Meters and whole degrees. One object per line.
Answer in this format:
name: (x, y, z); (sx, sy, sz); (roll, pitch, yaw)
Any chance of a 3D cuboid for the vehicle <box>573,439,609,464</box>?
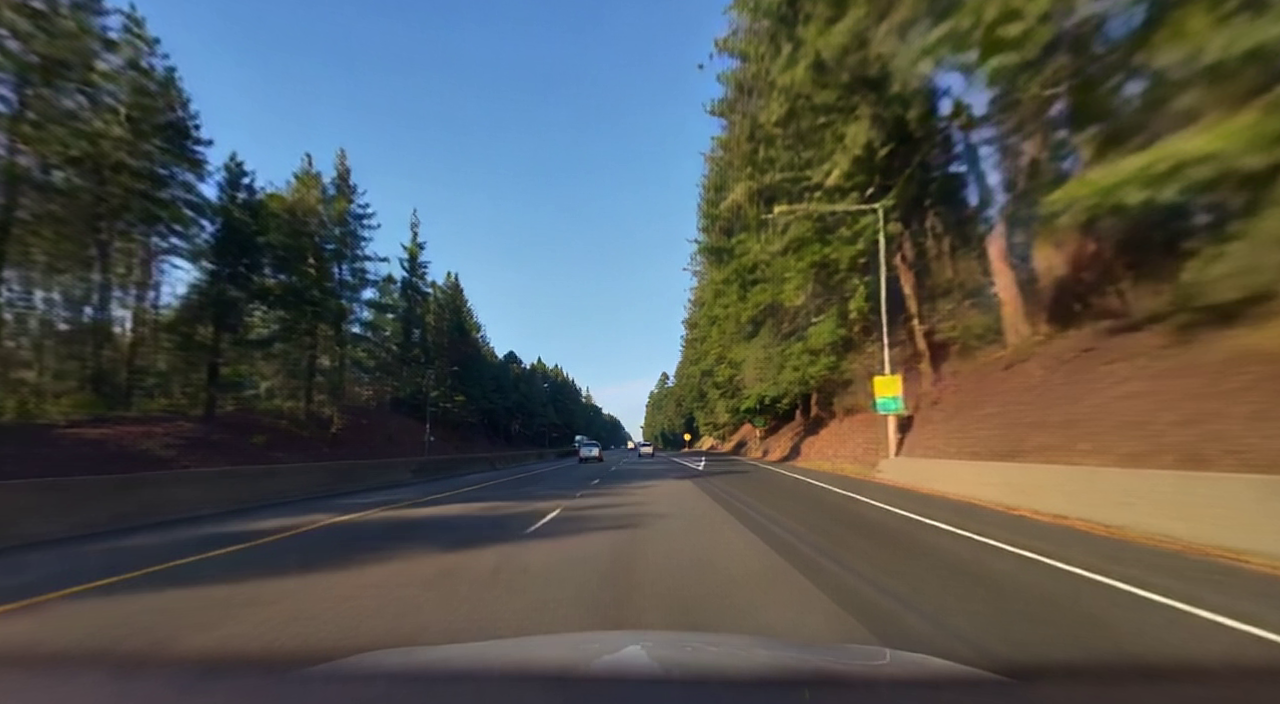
vehicle: (-3.491, 7.207, 45.789); (2.129, 1.742, 4.217); (0, -8, 2)
